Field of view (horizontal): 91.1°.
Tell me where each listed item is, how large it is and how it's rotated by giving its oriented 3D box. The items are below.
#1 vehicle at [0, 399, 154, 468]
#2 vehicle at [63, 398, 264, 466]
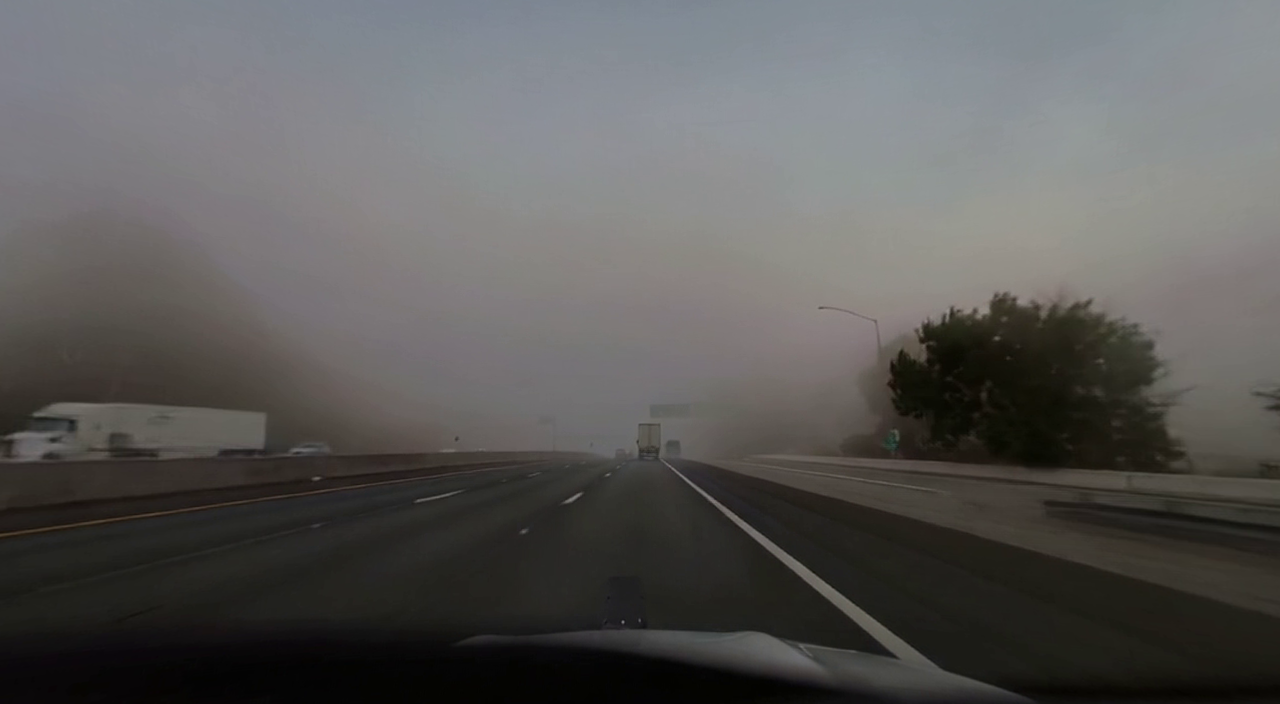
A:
[{"bbox_3d":[-35.521,5.256,40.068,2.999,4.001,7.123,0,-8,1],"label":"vehicle"},{"bbox_3d":[-35.417,6.312,48.341,2.887,4.356,15.809,0,-8,1],"label":"vehicle"}]
